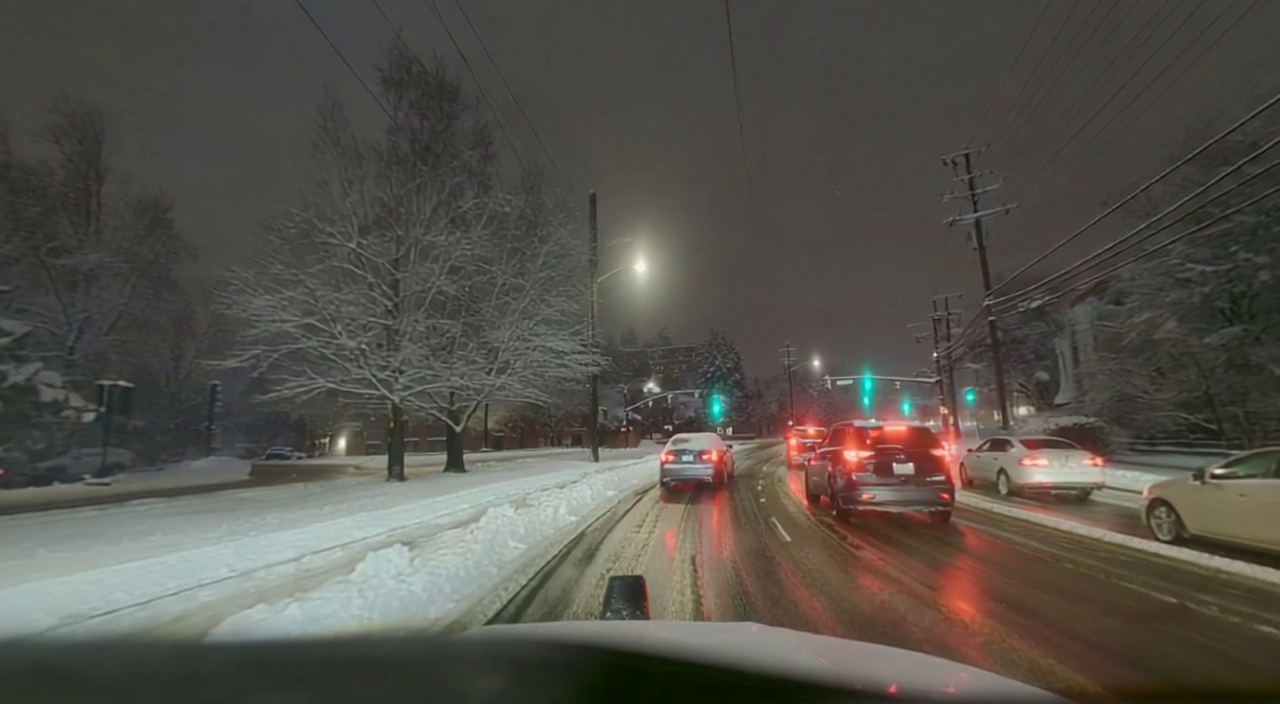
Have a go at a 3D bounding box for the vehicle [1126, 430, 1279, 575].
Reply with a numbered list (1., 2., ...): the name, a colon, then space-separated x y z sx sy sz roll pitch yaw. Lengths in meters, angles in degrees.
1. vehicle: 7.465 1.511 6.250 1.866 1.471 4.478 0 -9 3

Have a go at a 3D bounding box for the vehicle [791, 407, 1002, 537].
1. vehicle: 4.225 2.069 11.438 2.119 1.810 4.848 -1 -9 5

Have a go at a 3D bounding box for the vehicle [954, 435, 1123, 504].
1. vehicle: 9.758 2.880 15.938 1.882 1.463 4.543 -1 -9 9

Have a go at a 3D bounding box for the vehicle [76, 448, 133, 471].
1. vehicle: -38.366 7.667 45.097 4.848 1.498 2.009 -7 -11 37

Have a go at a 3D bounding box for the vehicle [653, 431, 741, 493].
1. vehicle: 1.744 3.067 17.857 2.168 1.527 4.174 -1 -9 9
